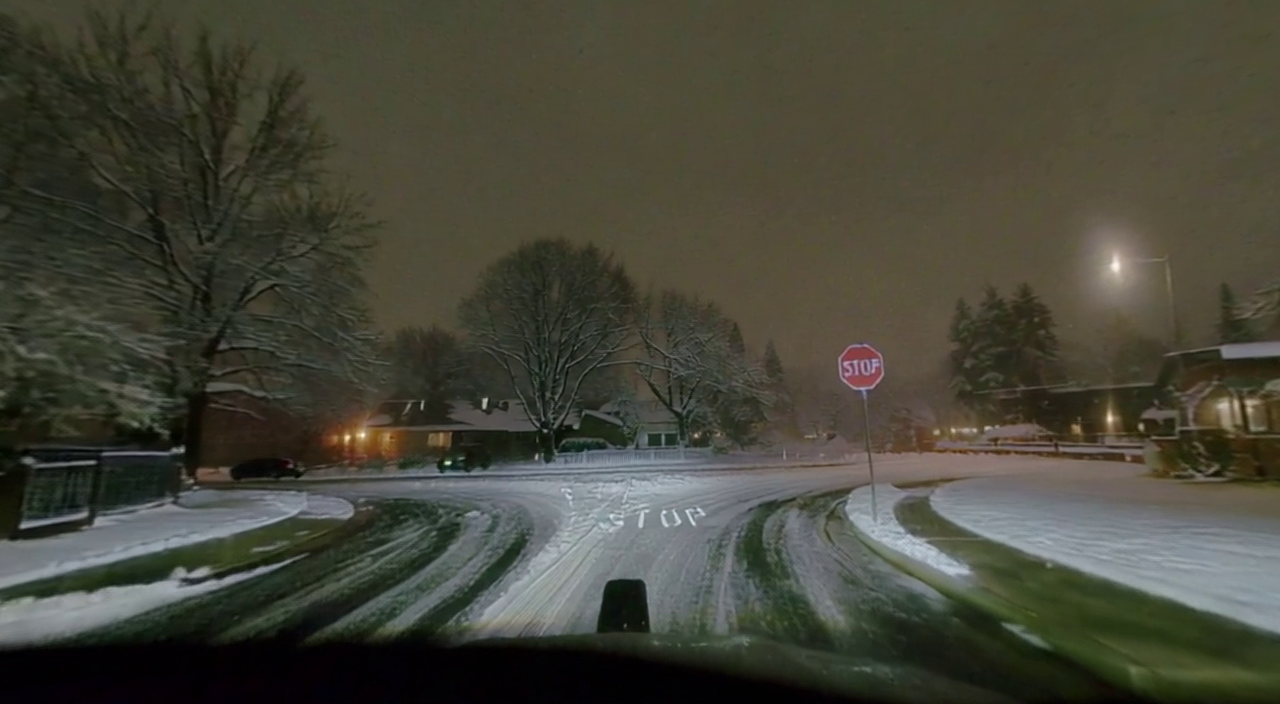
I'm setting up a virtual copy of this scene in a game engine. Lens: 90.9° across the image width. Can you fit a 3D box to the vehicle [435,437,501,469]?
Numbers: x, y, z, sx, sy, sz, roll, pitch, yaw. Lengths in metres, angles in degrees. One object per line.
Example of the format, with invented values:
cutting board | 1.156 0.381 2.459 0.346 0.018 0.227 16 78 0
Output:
vehicle | -9.853 5.805 36.437 1.883 1.732 4.038 -2 -9 15
